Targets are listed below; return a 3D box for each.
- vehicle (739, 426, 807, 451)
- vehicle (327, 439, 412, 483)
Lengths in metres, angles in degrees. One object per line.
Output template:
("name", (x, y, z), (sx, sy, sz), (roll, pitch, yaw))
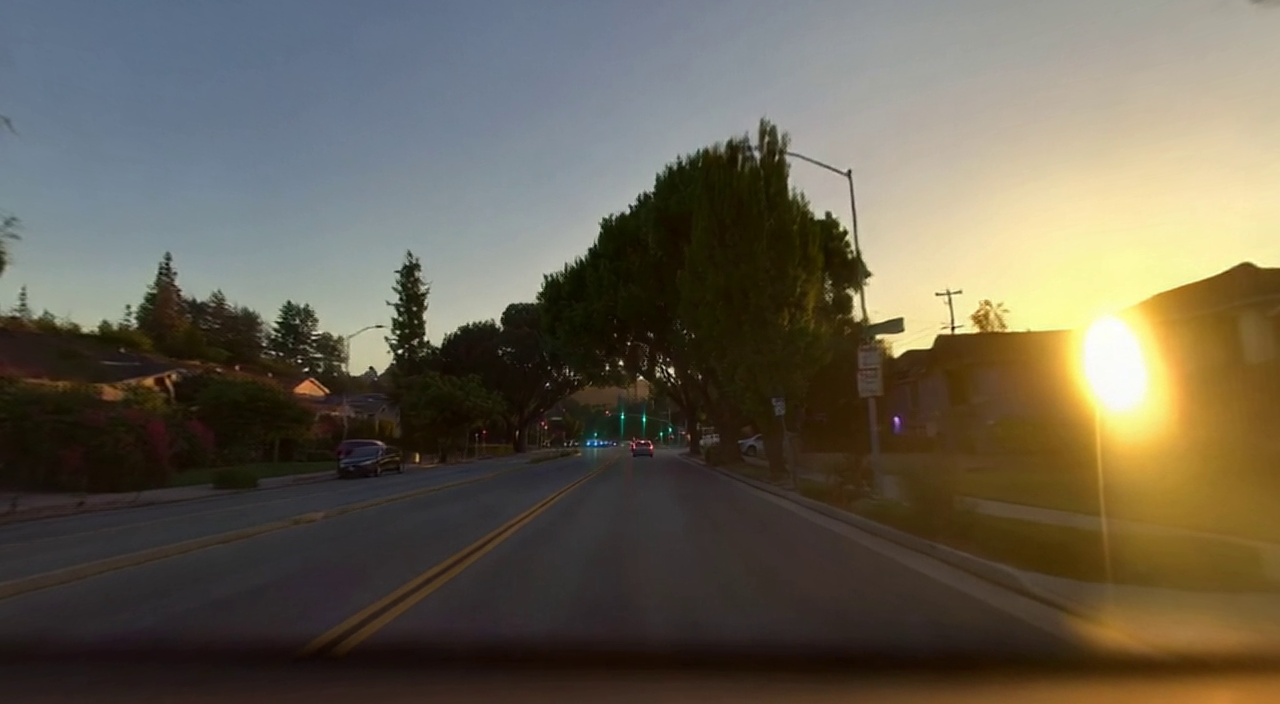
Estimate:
("vehicle", (10.279, 6.741, 49.086), (4.746, 1.485, 1.916), (-5, -8, -1))
("vehicle", (-14.265, 5.714, 33.627), (2.337, 1.850, 5.448), (-4, -6, -3))
